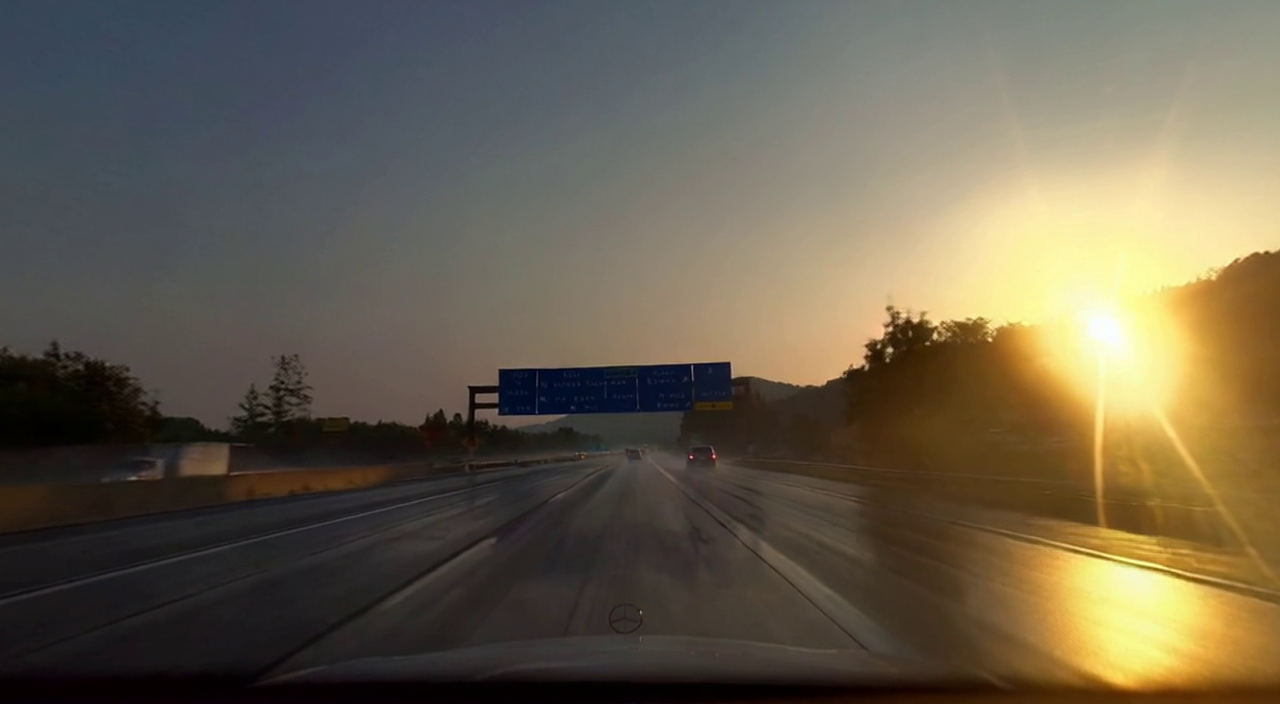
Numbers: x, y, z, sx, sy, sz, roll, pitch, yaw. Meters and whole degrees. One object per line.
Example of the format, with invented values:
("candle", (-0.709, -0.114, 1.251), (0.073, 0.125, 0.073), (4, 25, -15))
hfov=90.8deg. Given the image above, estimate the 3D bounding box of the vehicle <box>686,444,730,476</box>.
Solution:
("vehicle", (3.943, 6.344, 37.337), (2.133, 1.746, 4.511), (0, -9, 0))
